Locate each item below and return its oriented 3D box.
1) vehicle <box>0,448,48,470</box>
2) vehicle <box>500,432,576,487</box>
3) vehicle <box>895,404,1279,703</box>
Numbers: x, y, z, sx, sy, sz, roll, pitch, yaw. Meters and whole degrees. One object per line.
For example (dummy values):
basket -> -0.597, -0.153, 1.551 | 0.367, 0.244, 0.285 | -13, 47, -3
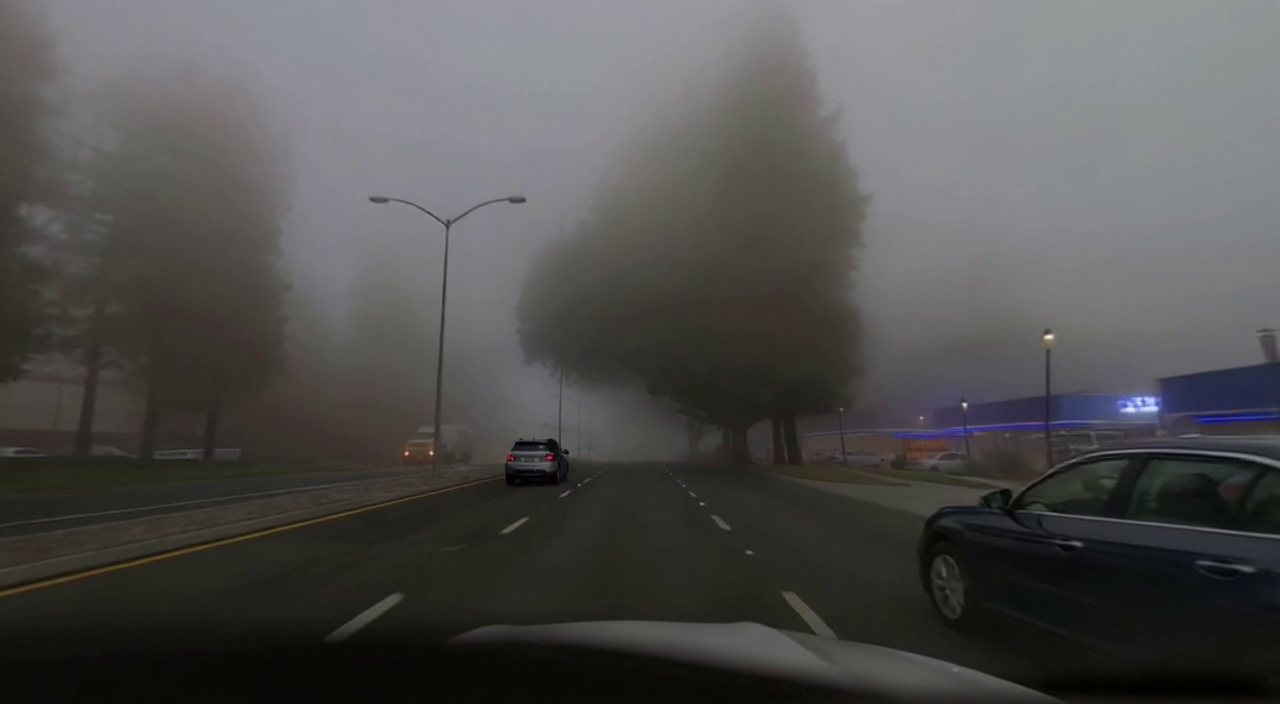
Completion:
vehicle -> -46.379, 7.802, 45.965 | 1.808, 1.561, 4.918 | 0, -10, -1
vehicle -> -3.641, 3.940, 23.446 | 1.997, 1.806, 4.500 | 0, -9, 1
vehicle -> 3.326, 1.100, 3.278 | 1.975, 1.502, 4.787 | 0, -9, 0
